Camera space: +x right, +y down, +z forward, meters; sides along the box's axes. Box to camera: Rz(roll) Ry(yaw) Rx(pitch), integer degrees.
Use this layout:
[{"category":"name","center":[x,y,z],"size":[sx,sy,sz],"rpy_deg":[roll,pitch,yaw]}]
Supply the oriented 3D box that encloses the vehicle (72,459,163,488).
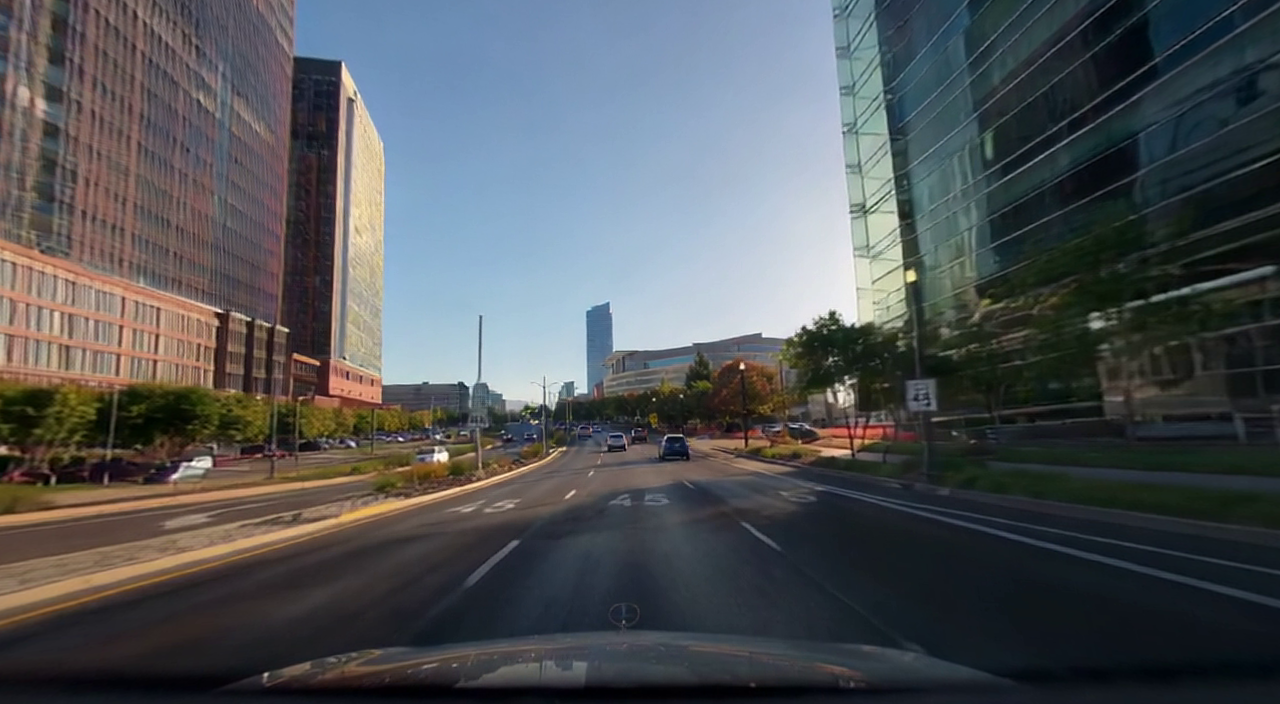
[{"category":"vehicle","center":[-29.596,6.863,35.931],"size":[1.764,1.476,4.121],"rpy_deg":[0,-9,-3]}]

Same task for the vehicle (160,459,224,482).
[{"category":"vehicle","center":[-29.625,7.810,41.898],"size":[1.655,1.389,3.364],"rpy_deg":[0,-9,3]}]

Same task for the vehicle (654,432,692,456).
[{"category":"vehicle","center":[2.148,6.233,42.818],"size":[2.090,1.506,4.382],"rpy_deg":[0,-8,-3]}]
